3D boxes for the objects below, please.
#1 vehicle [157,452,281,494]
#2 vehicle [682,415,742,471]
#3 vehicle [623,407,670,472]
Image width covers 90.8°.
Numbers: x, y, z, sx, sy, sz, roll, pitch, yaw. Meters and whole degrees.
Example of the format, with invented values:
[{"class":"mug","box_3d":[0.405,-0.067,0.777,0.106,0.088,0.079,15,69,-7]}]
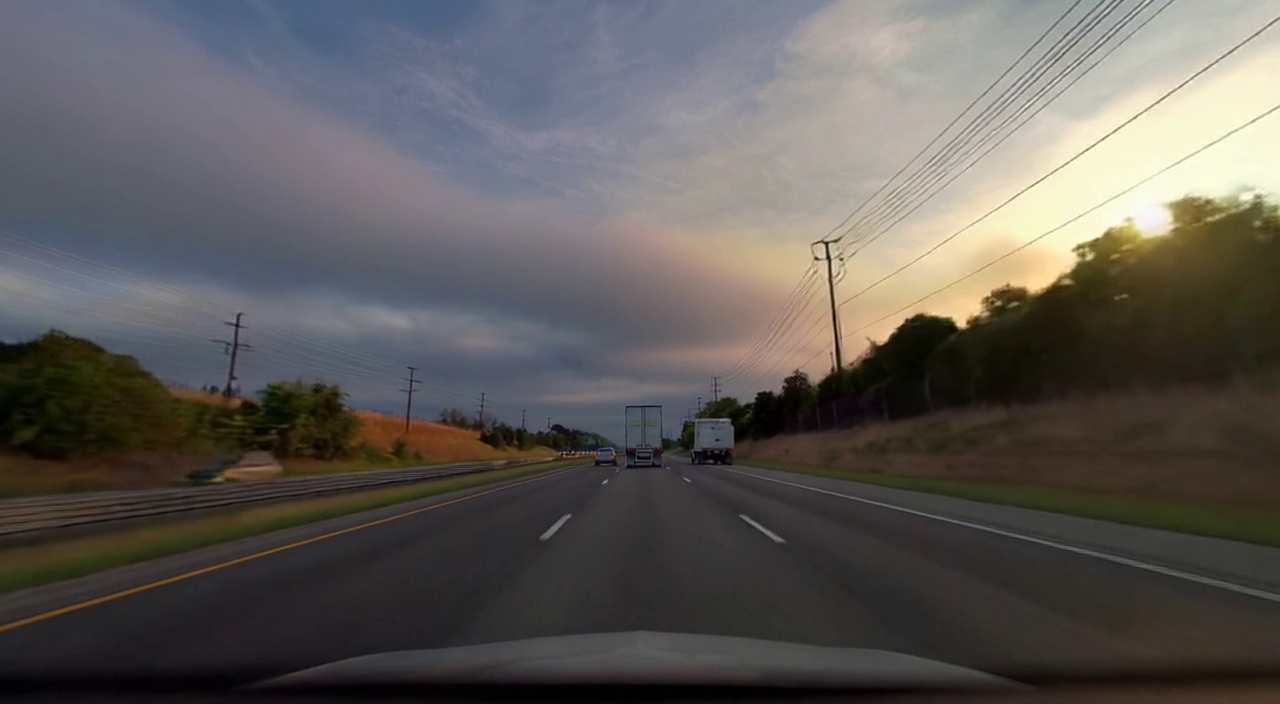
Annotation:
[{"class":"vehicle","box_3d":[-16.361,4.712,24.837,1.860,1.487,4.322,0,-9,0]},{"class":"vehicle","box_3d":[4.650,6.254,42.712,2.938,3.378,8.820,0,-9,0]},{"class":"vehicle","box_3d":[0.449,6.614,46.786,2.997,4.076,13.224,0,-9,0]}]
